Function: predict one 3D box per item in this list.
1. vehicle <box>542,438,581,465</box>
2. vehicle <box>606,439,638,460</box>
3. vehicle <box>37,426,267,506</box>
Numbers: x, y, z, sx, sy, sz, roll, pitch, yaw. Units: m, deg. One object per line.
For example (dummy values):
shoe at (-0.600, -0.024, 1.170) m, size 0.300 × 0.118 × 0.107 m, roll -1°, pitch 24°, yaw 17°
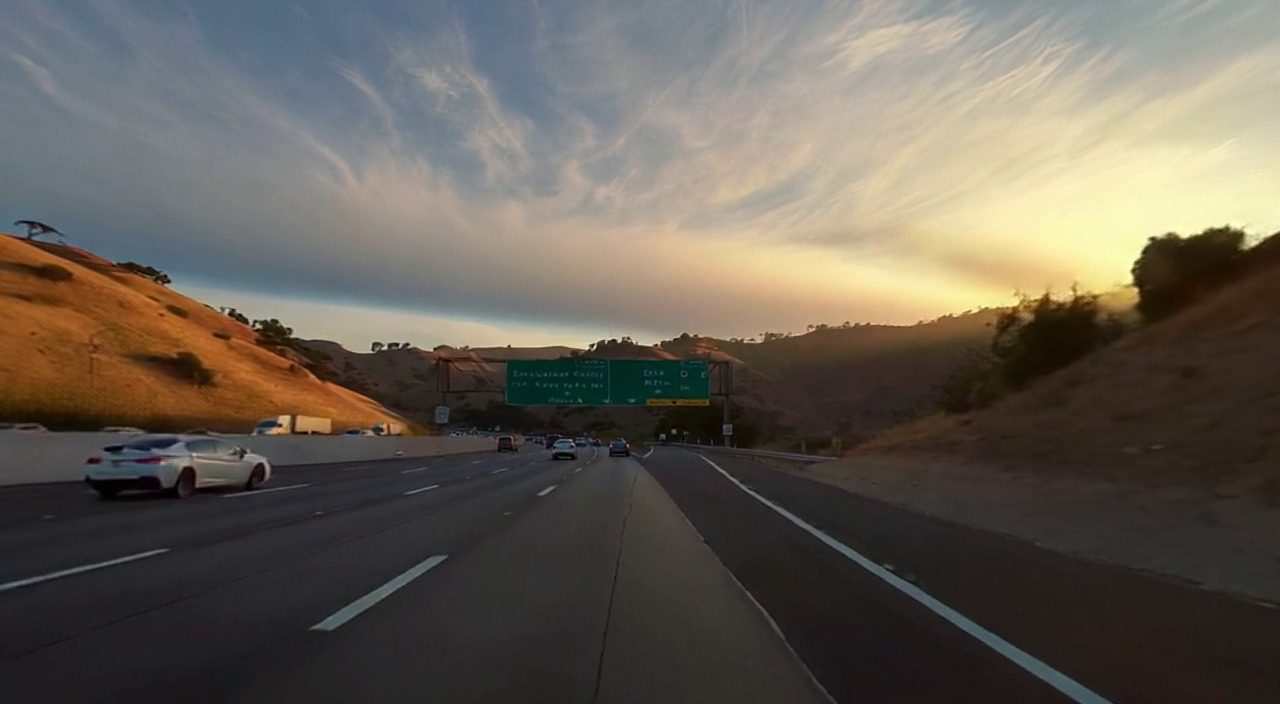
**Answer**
vehicle at (-5.092, 6.509, 41.370) m, size 2.060 × 1.631 × 4.214 m, roll 0°, pitch -9°, yaw -1°
vehicle at (-1.438, 7.679, 49.566) m, size 2.421 × 1.594 × 4.248 m, roll 0°, pitch -9°, yaw -2°
vehicle at (-11.504, 2.710, 15.382) m, size 2.047 × 1.645 × 4.451 m, roll 0°, pitch -9°, yaw 0°
